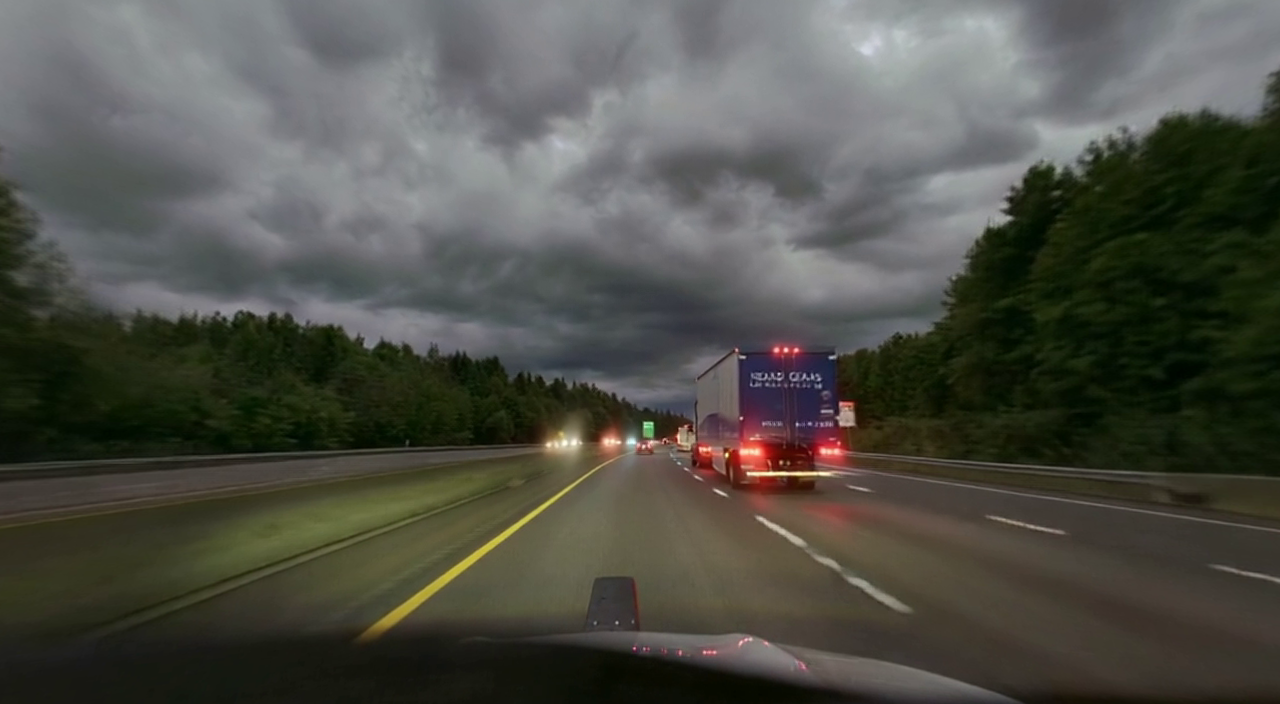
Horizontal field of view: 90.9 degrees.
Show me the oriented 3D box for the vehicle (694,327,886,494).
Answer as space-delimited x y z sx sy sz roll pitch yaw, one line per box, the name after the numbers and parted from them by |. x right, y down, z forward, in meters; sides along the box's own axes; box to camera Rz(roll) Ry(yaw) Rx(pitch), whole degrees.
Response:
4.224 2.315 22.247 3.171 4.072 13.784 0 -8 -1 | vehicle

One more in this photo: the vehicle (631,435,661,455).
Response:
0.464 7.182 48.918 2.209 1.499 4.144 0 -8 1 | vehicle
